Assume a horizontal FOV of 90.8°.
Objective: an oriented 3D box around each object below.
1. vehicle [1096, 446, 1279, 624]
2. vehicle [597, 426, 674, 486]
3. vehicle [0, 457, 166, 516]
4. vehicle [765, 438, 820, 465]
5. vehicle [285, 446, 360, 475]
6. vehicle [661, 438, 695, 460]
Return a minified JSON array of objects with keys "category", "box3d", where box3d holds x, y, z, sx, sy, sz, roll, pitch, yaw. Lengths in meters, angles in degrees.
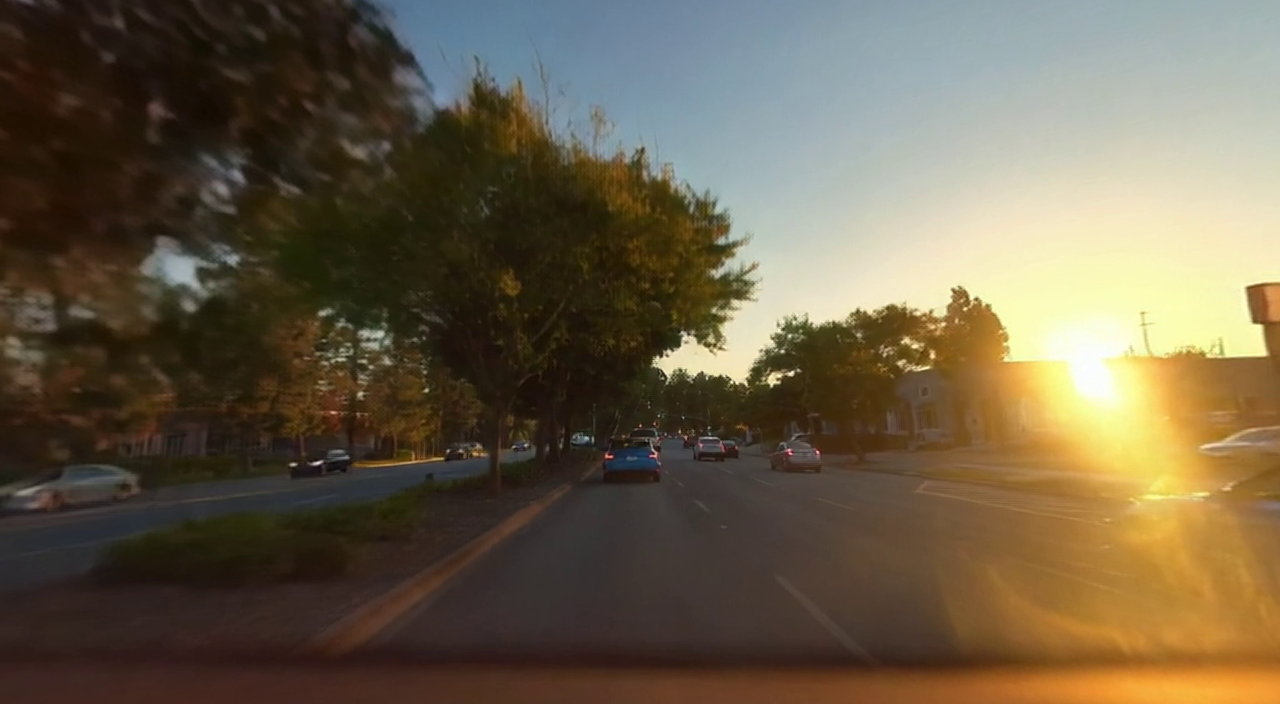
[{"category":"vehicle","box3d":[5.865,1.299,4.300,2.258,1.294,4.312,0,-9,-1]},{"category":"vehicle","box3d":[-0.158,3.390,20.820,2.266,1.762,4.131,0,-8,-1]},{"category":"vehicle","box3d":[-17.000,3.925,18.950,1.929,1.460,4.668,0,-9,0]},{"category":"vehicle","box3d":[9.023,5.940,37.724,2.045,1.484,4.342,0,-9,-2]},{"category":"vehicle","box3d":[-19.245,6.592,38.574,1.982,1.633,4.620,-1,-9,3]},{"category":"vehicle","box3d":[2.696,6.932,45.322,2.078,1.471,4.142,0,-9,-2]}]
